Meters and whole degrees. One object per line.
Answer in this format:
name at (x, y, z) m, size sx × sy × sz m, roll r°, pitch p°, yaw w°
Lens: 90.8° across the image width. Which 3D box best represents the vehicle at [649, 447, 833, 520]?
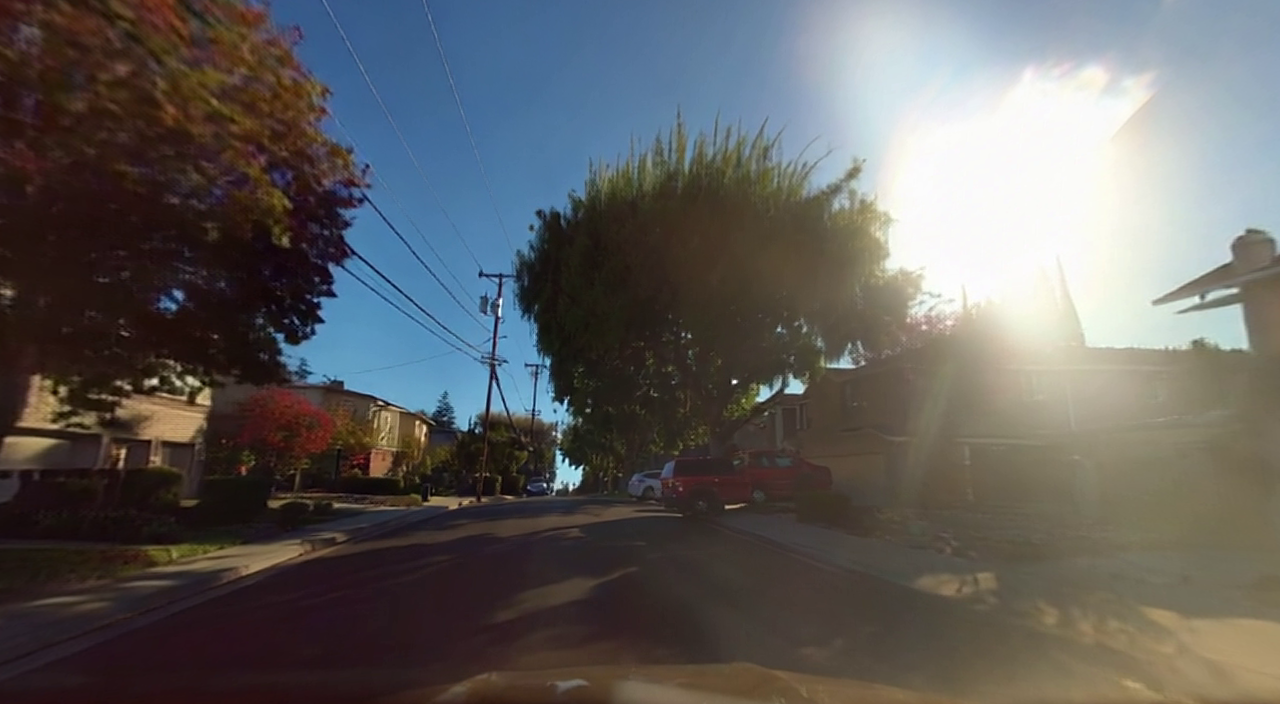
vehicle at (2.563, 3.410, 16.748) m, size 4.413 × 1.728 × 1.869 m, roll 1°, pitch -9°, yaw -8°
